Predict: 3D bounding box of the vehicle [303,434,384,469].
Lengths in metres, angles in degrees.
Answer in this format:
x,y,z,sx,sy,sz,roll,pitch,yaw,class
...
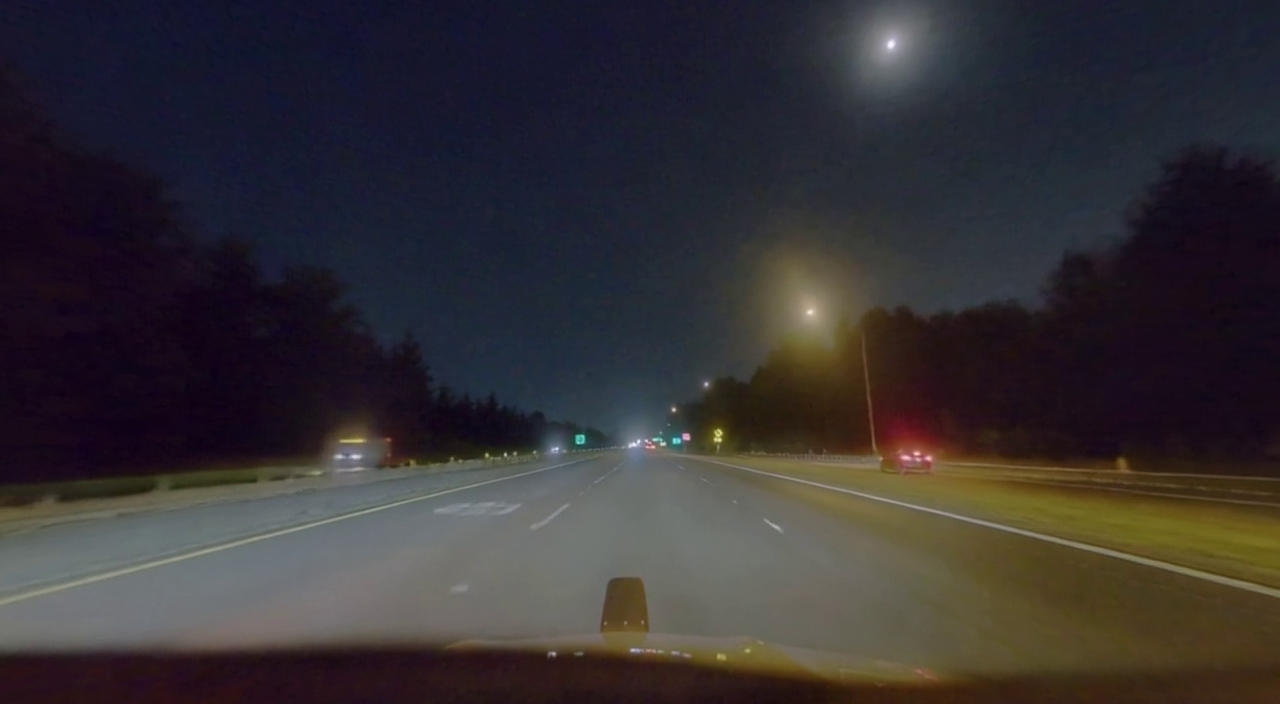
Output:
x,y,z,sx,sy,sz,roll,pitch,yaw,class
-16.868,5.695,36.103,2.096,1.844,4.770,0,-8,3,vehicle
